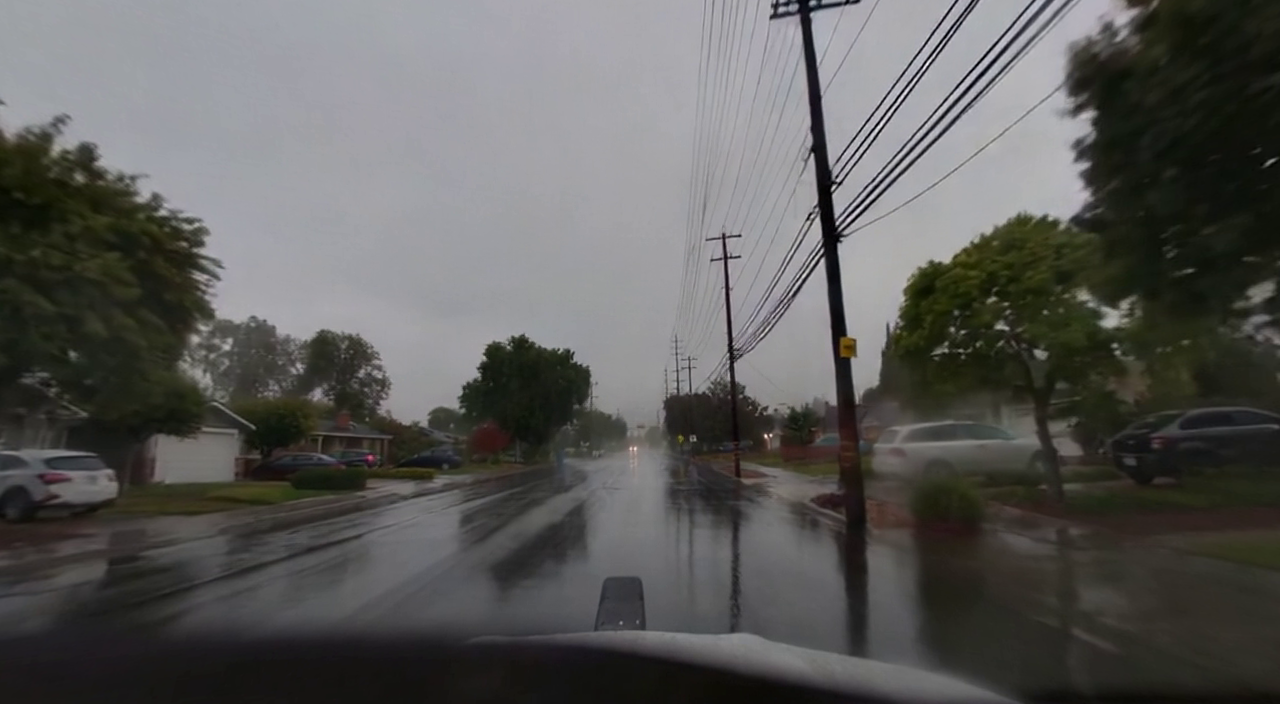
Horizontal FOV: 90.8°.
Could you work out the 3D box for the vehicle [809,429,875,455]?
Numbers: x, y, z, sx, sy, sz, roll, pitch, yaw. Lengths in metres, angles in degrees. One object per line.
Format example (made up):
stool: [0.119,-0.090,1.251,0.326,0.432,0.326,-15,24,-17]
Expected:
vehicle: [15.229,6.829,47.822,4.373,1.759,2.093,0,-9,7]

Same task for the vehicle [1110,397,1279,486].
vehicle: [13.500,2.019,14.172,4.209,1.834,2.019,0,-9,1]

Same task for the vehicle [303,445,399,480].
vehicle: [-14.967,5.675,32.767,4.232,1.693,1.949,-3,-9,17]

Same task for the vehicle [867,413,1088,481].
vehicle: [9.748,2.785,18.610,5.273,1.868,2.070,0,-9,0]

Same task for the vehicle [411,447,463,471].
vehicle: [-14.551,7.669,45.641,1.978,1.586,5.192,0,-9,0]

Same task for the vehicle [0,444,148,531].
vehicle: [-13.780,2.874,13.784,4.495,1.706,1.972,-1,-9,5]

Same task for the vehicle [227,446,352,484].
vehicle: [-16.130,5.223,29.280,4.482,1.648,2.169,0,-9,0]
